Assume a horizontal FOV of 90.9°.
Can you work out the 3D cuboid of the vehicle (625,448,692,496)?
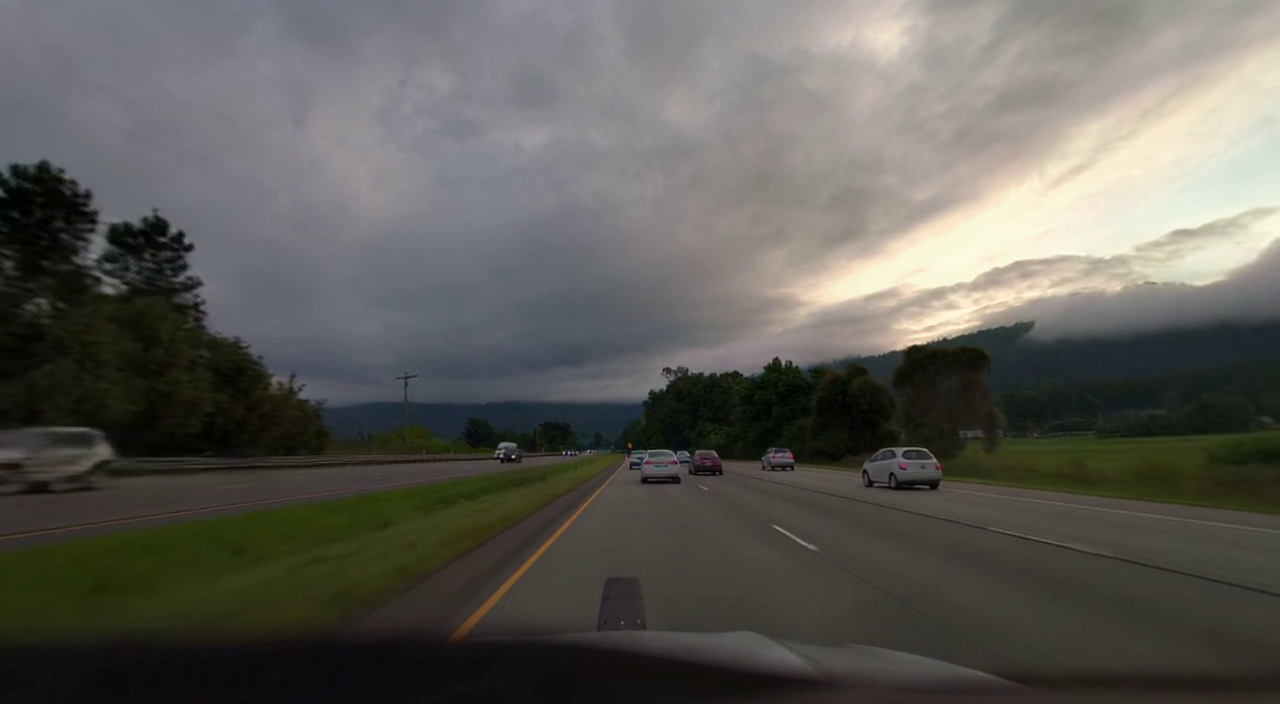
[{"bbox_3d":[0.563,3.927,20.926,2.020,1.426,3.702,0,-9,0],"label":"vehicle"}]

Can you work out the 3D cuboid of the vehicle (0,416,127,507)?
[{"bbox_3d":[-12.139,2.012,11.564,1.950,1.566,4.141,0,-9,0],"label":"vehicle"}]

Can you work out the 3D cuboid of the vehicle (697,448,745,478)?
[{"bbox_3d":[4.282,5.944,34.040,1.981,1.518,4.029,0,-9,-1],"label":"vehicle"}]

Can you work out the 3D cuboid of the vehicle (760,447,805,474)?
[{"bbox_3d":[8.988,6.901,40.105,1.957,1.594,3.632,0,-9,-1],"label":"vehicle"}]

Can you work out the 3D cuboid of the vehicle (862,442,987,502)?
[{"bbox_3d":[8.188,3.473,18.545,1.847,1.554,3.752,0,-9,-1],"label":"vehicle"}]
